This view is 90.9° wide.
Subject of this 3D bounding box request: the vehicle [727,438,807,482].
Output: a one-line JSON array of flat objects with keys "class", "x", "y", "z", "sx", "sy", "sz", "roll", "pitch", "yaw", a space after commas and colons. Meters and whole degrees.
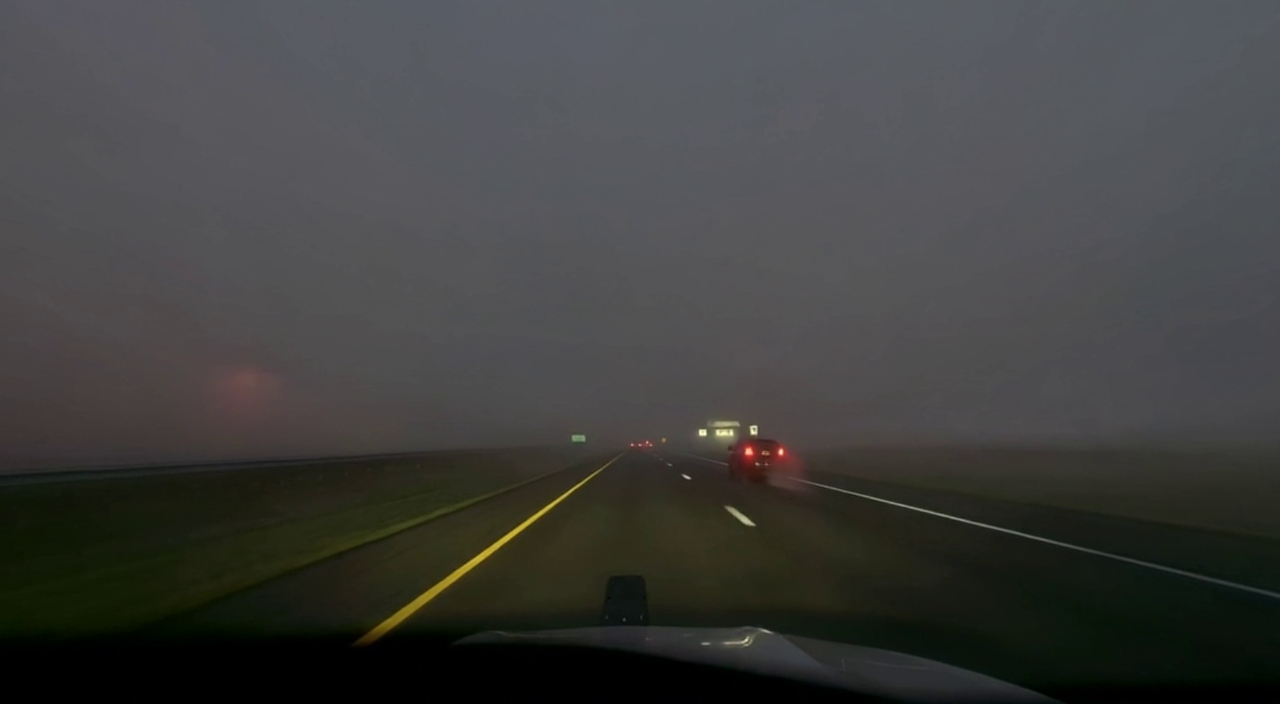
[{"class": "vehicle", "x": 4.633, "y": 4.010, "z": 23.651, "sx": 2.012, "sy": 1.476, "sz": 4.256, "roll": 0, "pitch": -8, "yaw": -1}]
